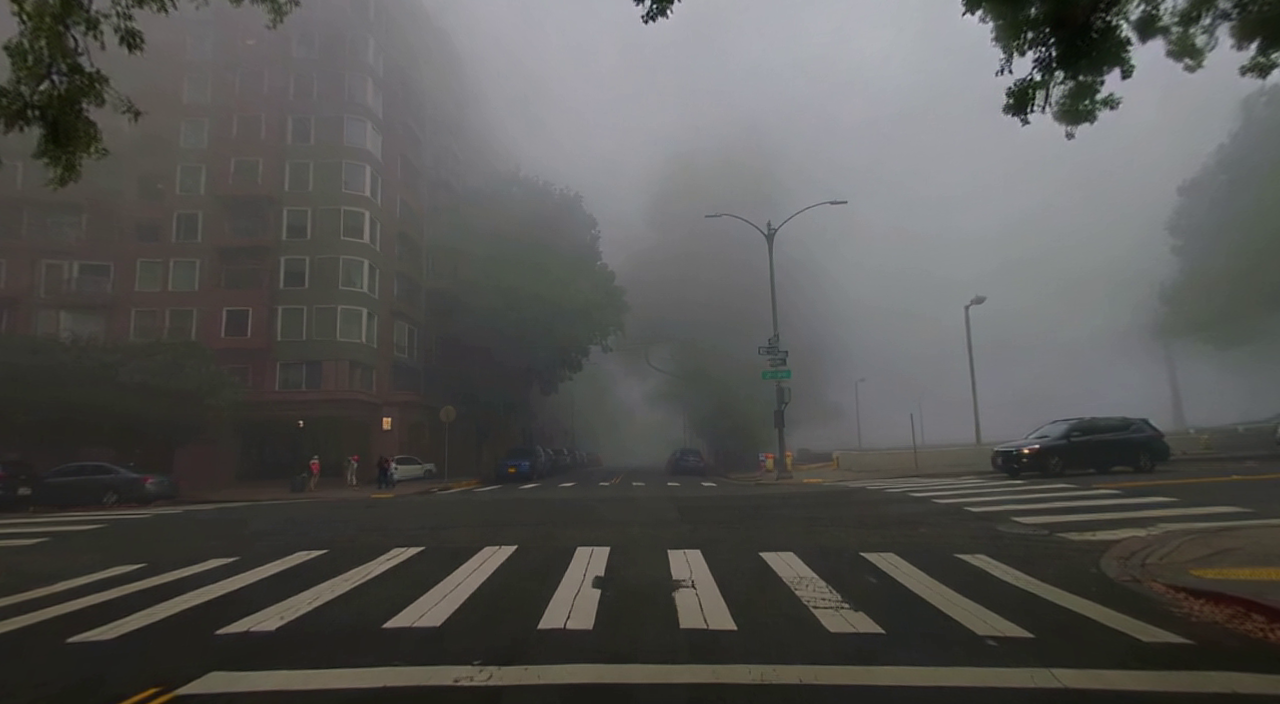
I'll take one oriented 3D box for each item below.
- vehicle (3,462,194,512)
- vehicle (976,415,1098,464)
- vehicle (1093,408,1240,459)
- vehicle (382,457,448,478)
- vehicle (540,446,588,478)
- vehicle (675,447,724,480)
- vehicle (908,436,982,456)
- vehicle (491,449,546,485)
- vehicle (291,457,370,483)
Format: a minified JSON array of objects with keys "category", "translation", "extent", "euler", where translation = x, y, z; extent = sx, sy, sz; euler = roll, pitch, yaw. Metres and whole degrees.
[{"category":"vehicle","translation":[-17.315,4.316,20.368],"extent":[4.439,1.448,1.793],"euler":[0,-9,0]},{"category":"vehicle","translation":[16.743,3.788,26.992],"extent":[2.041,1.921,4.574],"euler":[0,-9,-2]},{"category":"vehicle","translation":[22.304,3.529,27.140],"extent":[2.137,1.962,4.988],"euler":[-1,-8,3]},{"category":"vehicle","translation":[-16.793,8.645,47.357],"extent":[4.203,1.544,1.889],"euler":[-1,-8,2]},{"category":"vehicle","translation":[-4.460,6.536,37.649],"extent":[2.102,1.768,4.290],"euler":[-1,-10,3]},{"category":"vehicle","translation":[3.298,5.986,34.227],"extent":[1.942,1.603,3.785],"euler":[0,-8,16]},{"category":"vehicle","translation":[23.014,7.084,47.767],"extent":[4.528,1.475,2.070],"euler":[0,-8,3]},{"category":"vehicle","translation":[-7.616,7.249,40.247],"extent":[2.193,1.814,5.061],"euler":[-9,-8,0]},{"category":"vehicle","translation":[-23.225,8.882,47.471],"extent":[4.844,1.836,2.117],"euler":[-1,-8,4]}]
